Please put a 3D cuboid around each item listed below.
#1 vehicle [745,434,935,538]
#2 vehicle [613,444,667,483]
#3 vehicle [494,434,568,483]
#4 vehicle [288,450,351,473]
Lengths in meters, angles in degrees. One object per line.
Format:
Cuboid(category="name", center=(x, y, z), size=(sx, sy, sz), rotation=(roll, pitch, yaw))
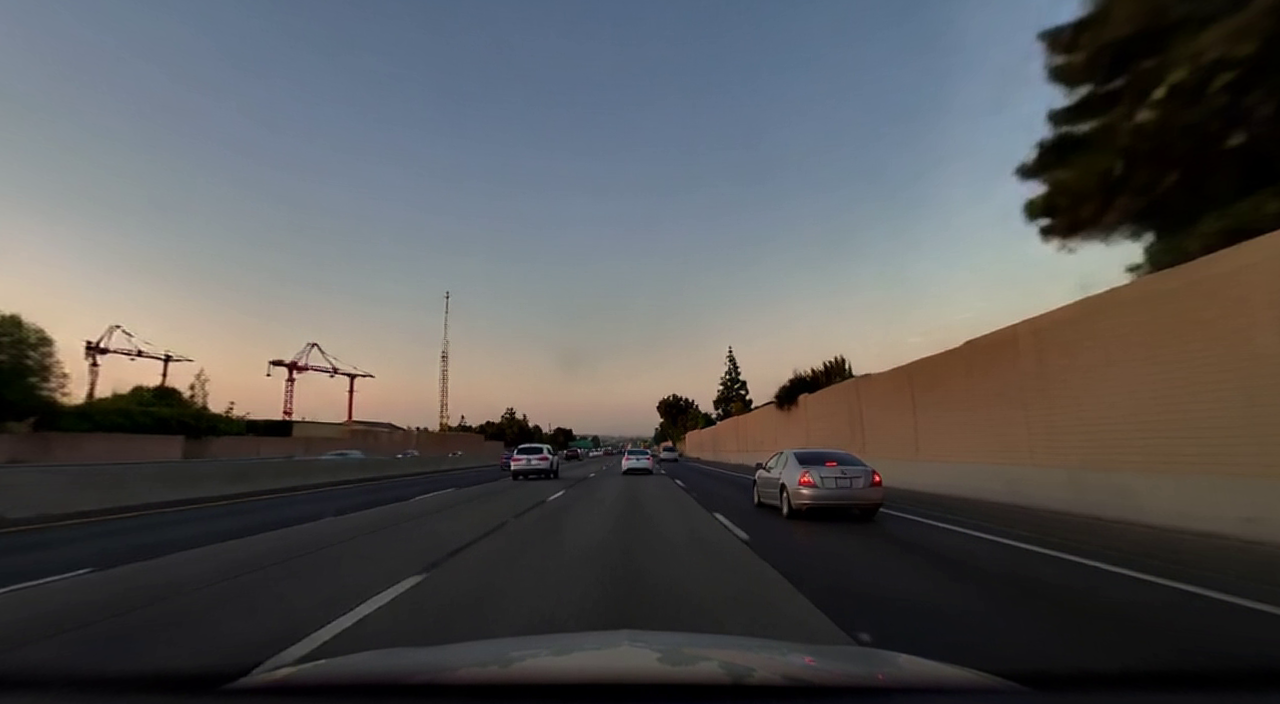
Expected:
Cuboid(category="vehicle", center=(3.316, 2.296, 11.586), size=(1.917, 1.507, 4.540), rotation=(0, -8, -1))
Cuboid(category="vehicle", center=(-0.013, 4.497, 25.779), size=(2.045, 1.452, 4.040), rotation=(0, -8, -1))
Cuboid(category="vehicle", center=(-4.237, 4.238, 25.388), size=(2.121, 1.775, 4.335), rotation=(0, -8, 1))
Cuboid(category="vehicle", center=(-22.721, 7.785, 45.000), size=(1.882, 1.487, 4.861), rotation=(0, -8, 0))
